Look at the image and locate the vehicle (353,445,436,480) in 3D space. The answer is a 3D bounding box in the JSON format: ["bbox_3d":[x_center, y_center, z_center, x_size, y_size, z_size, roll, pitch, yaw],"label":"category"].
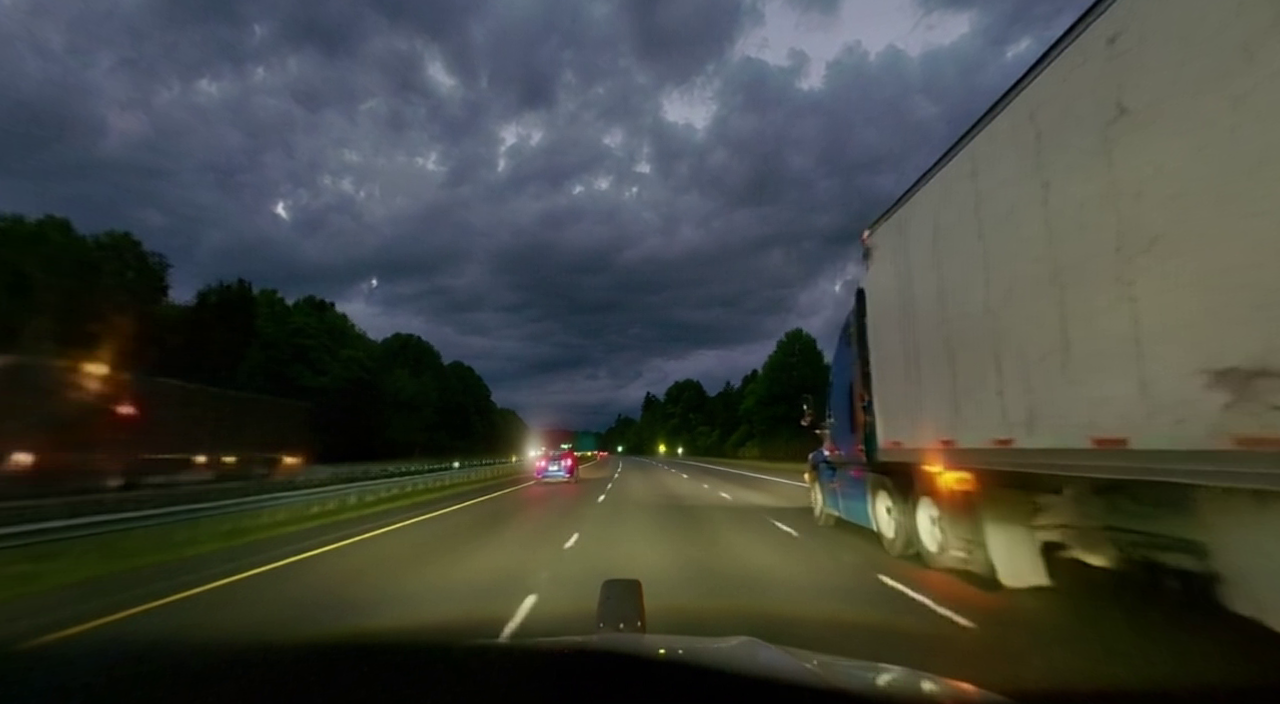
[{"bbox_3d":[-11.441,5.185,29.742,2.015,1.475,4.691,0,-9,0],"label":"vehicle"}]

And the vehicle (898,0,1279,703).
[{"bbox_3d":[4.594,0.015,4.318,3.025,3.905,5.860,0,-9,0],"label":"vehicle"}]

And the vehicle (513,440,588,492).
[{"bbox_3d":[-3.122,4.110,23.001,2.115,1.670,4.261,0,-9,0],"label":"vehicle"}]

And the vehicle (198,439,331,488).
[{"bbox_3d":[-14.508,4.347,24.847,1.871,1.662,5.423,0,-9,0],"label":"vehicle"}]

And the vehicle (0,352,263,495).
[{"bbox_3d":[-18.838,2.778,22.510,3.273,3.792,12.173,0,-9,0],"label":"vehicle"}]
